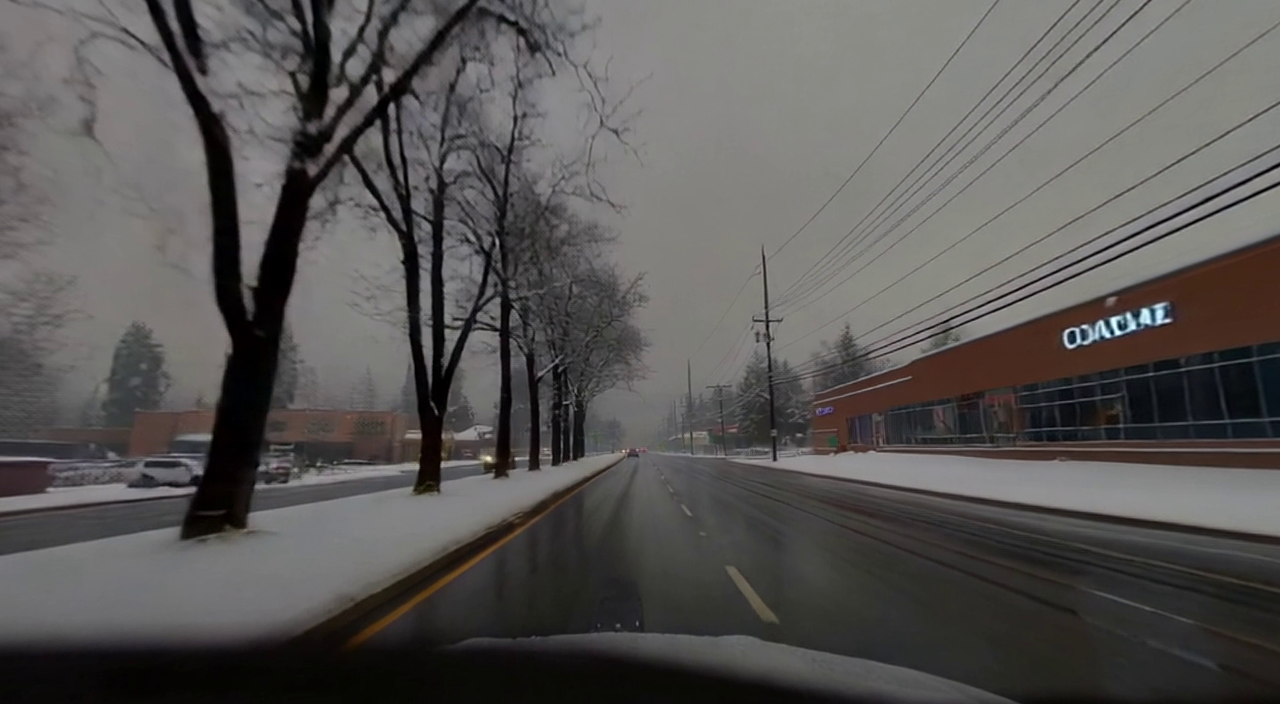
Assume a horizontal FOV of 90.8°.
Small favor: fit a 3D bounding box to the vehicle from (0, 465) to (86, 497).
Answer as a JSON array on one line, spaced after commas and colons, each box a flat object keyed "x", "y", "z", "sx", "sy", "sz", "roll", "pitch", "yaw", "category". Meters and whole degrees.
[{"x": -35.832, "y": 7.654, "z": 37.797, "sx": 1.753, "sy": 1.479, "sz": 3.925, "roll": -2, "pitch": -6, "yaw": 2, "category": "vehicle"}]

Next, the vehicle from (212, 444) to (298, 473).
[{"x": -29.999, "y": 8.319, "z": 49.381, "sx": 5.145, "sy": 1.979, "sz": 2.281, "roll": -2, "pitch": -9, "yaw": -3, "category": "vehicle"}]

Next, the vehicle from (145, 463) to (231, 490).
[{"x": -30.110, "y": 8.263, "z": 42.115, "sx": 4.377, "sy": 1.520, "sz": 1.843, "roll": -3, "pitch": -9, "yaw": 3, "category": "vehicle"}]

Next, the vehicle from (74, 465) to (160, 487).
[{"x": -38.275, "y": 9.093, "z": 46.293, "sx": 1.864, "sy": 1.501, "sz": 4.419, "roll": -7, "pitch": -13, "yaw": 40, "category": "vehicle"}]

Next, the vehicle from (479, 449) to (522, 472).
[{"x": -9.544, "y": 7.424, "z": 43.542, "sx": 1.900, "sy": 1.488, "sz": 4.675, "roll": 0, "pitch": -9, "yaw": 0, "category": "vehicle"}]
